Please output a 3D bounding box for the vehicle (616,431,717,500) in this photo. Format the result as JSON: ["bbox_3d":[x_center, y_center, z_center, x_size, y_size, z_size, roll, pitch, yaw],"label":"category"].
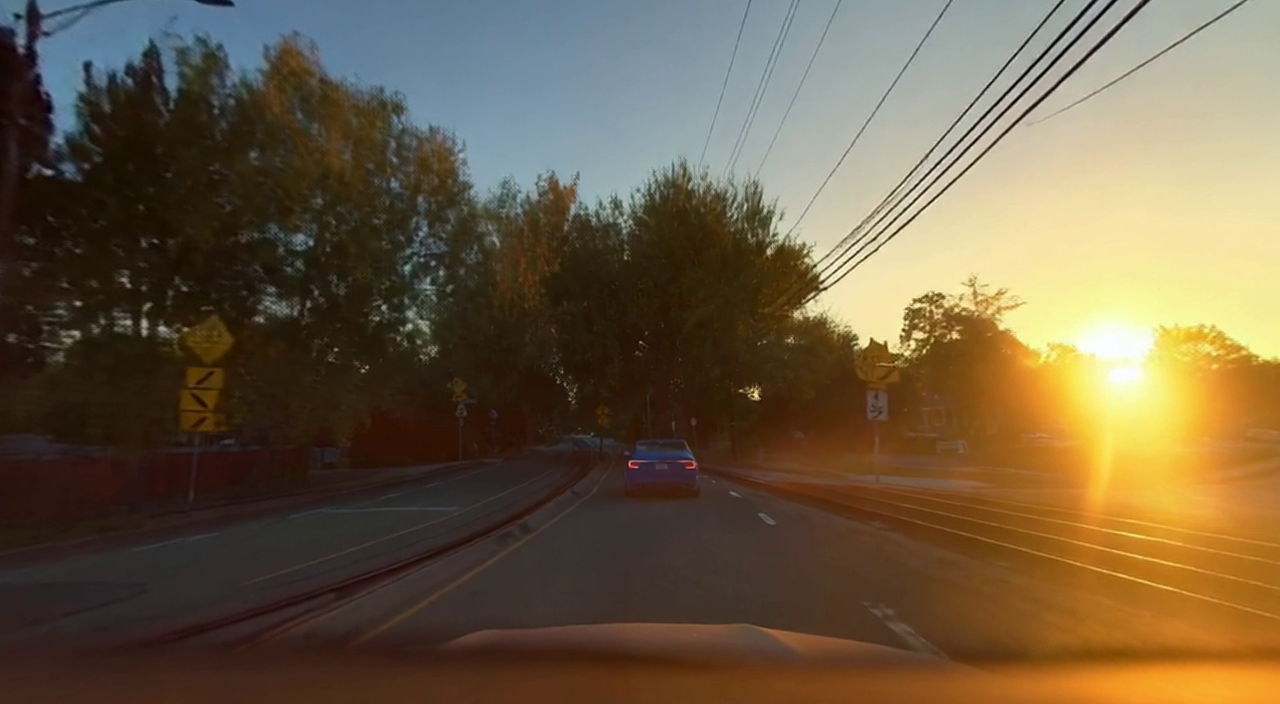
[{"bbox_3d":[0.575,2.885,16.582,2.295,1.510,4.364,1,-8,-1],"label":"vehicle"}]

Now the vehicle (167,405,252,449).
[{"bbox_3d":[-30.421,5.389,44.975,2.983,2.816,7.042,3,-8,-18],"label":"vehicle"}]
